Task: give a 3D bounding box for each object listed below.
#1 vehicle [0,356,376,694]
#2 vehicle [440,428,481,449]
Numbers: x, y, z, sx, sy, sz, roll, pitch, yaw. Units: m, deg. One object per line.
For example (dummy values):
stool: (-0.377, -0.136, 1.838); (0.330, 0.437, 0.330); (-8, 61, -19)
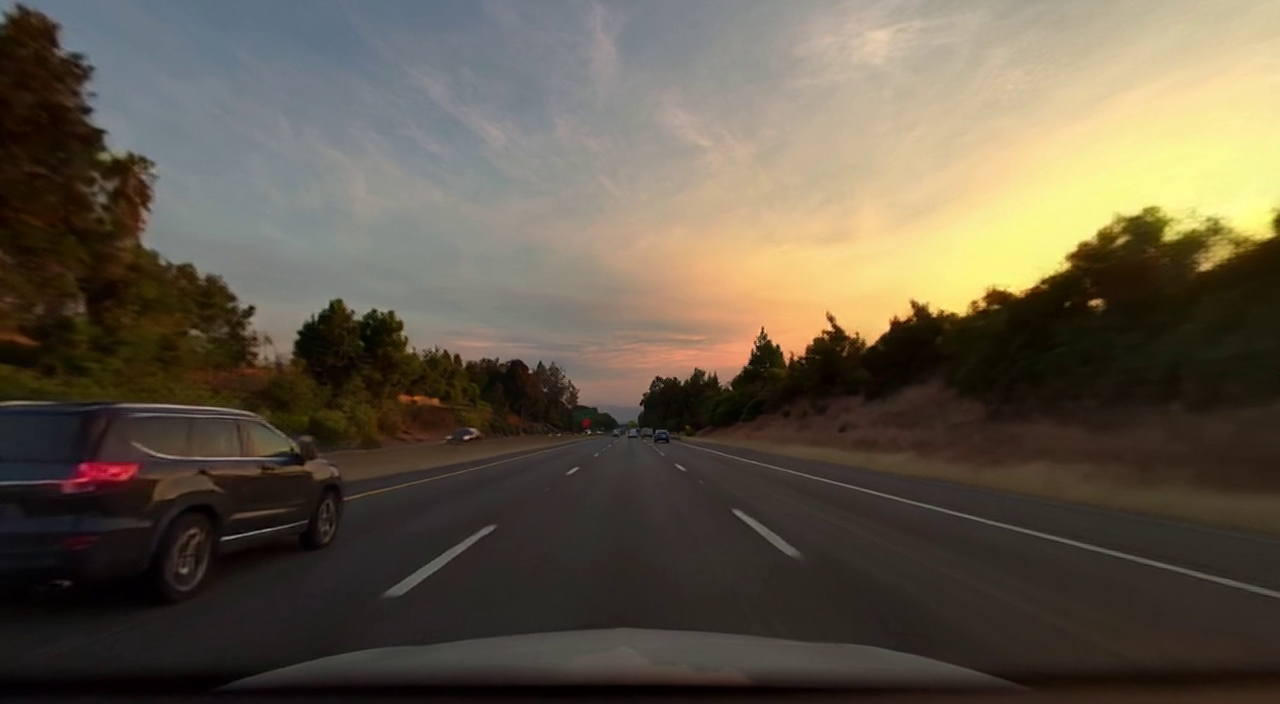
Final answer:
vehicle: (-3.971, 1.076, 5.032); (2.000, 1.620, 3.929); (0, -8, 0)
vehicle: (-13.502, 6.520, 47.573); (1.854, 1.497, 4.252); (0, -8, -1)
